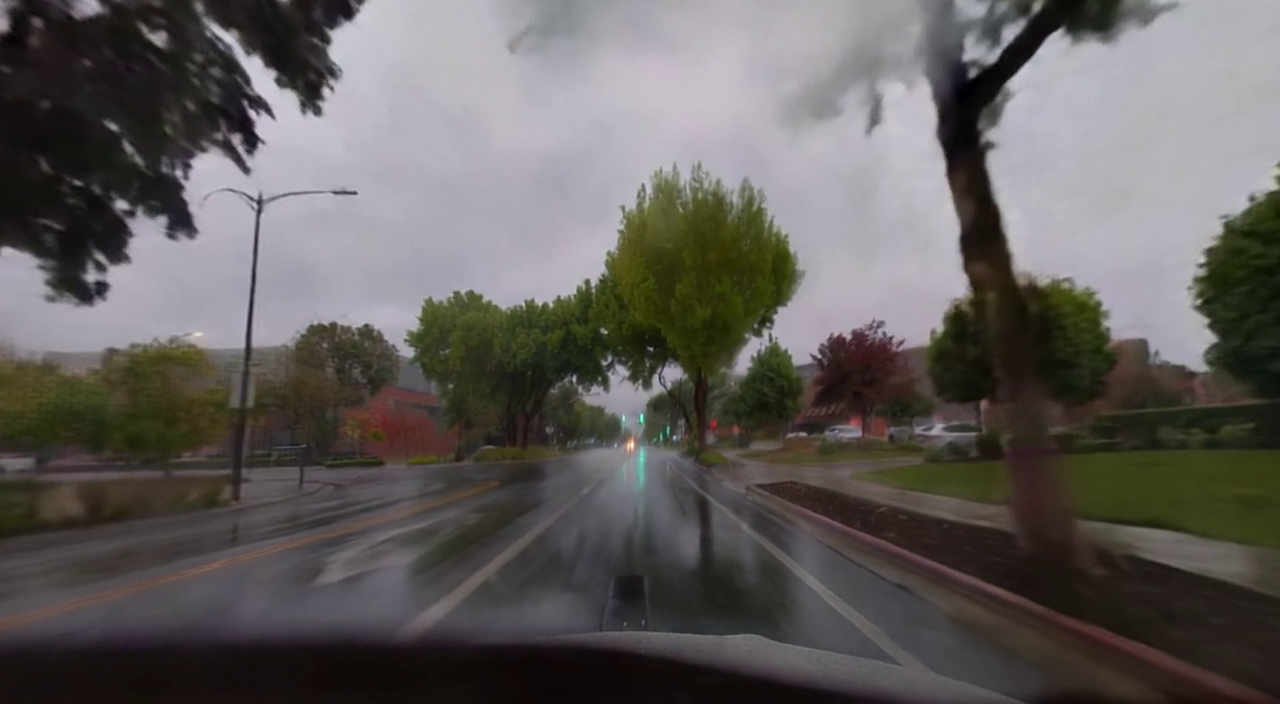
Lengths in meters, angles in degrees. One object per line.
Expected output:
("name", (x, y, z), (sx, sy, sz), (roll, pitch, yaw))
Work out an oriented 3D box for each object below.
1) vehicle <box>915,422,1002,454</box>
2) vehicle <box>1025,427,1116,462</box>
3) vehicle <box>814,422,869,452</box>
("vehicle", (15.307, 4.193, 30.568), (1.866, 1.420, 4.447), (0, -9, 0))
("vehicle", (20.691, 4.465, 30.504), (1.766, 1.560, 3.695), (0, -8, 0))
("vehicle", (11.891, 5.099, 37.531), (2.036, 1.636, 4.995), (0, -8, 5))
